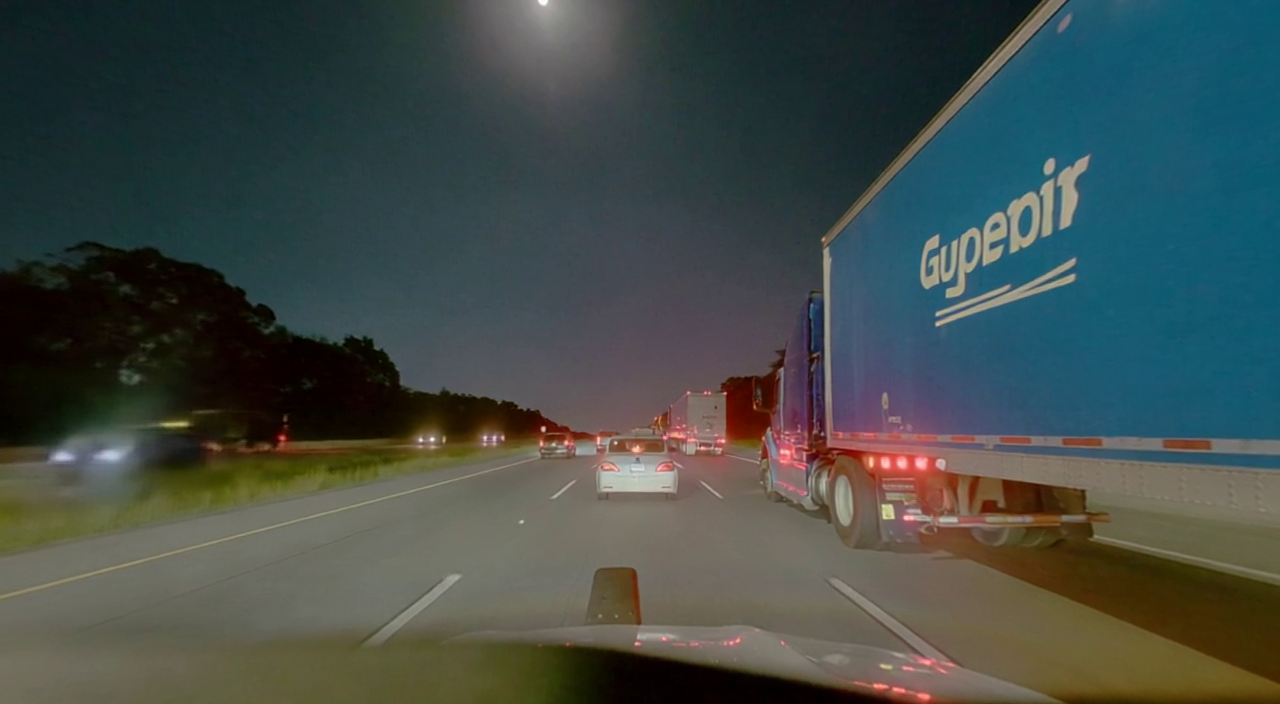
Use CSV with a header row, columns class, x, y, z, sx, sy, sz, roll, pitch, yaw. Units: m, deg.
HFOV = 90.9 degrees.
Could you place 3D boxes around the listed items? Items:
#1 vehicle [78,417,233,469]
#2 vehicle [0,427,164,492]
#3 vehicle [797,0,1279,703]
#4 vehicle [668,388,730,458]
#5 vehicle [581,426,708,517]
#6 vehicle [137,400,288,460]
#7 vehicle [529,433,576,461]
class,x,y,z,sx,sy,sz,roll,pitch,yaw
vehicle,-18.882,3.573,24.923,2.139,1.859,4.845,0,-8,2
vehicle,-15.891,2.880,17.484,1.835,1.541,4.415,0,-7,2
vehicle,4.121,-0.211,3.458,2.816,4.070,14.136,0,-8,0
vehicle,3.736,5.064,43.597,2.869,4.067,13.731,0,-8,0
vehicle,0.034,2.156,11.920,2.021,1.435,3.611,0,-8,-1
vehicle,-23.104,4.316,34.731,2.607,2.931,7.726,0,-7,2
vehicle,-4.754,5.202,34.893,1.983,1.434,4.451,0,-8,0
